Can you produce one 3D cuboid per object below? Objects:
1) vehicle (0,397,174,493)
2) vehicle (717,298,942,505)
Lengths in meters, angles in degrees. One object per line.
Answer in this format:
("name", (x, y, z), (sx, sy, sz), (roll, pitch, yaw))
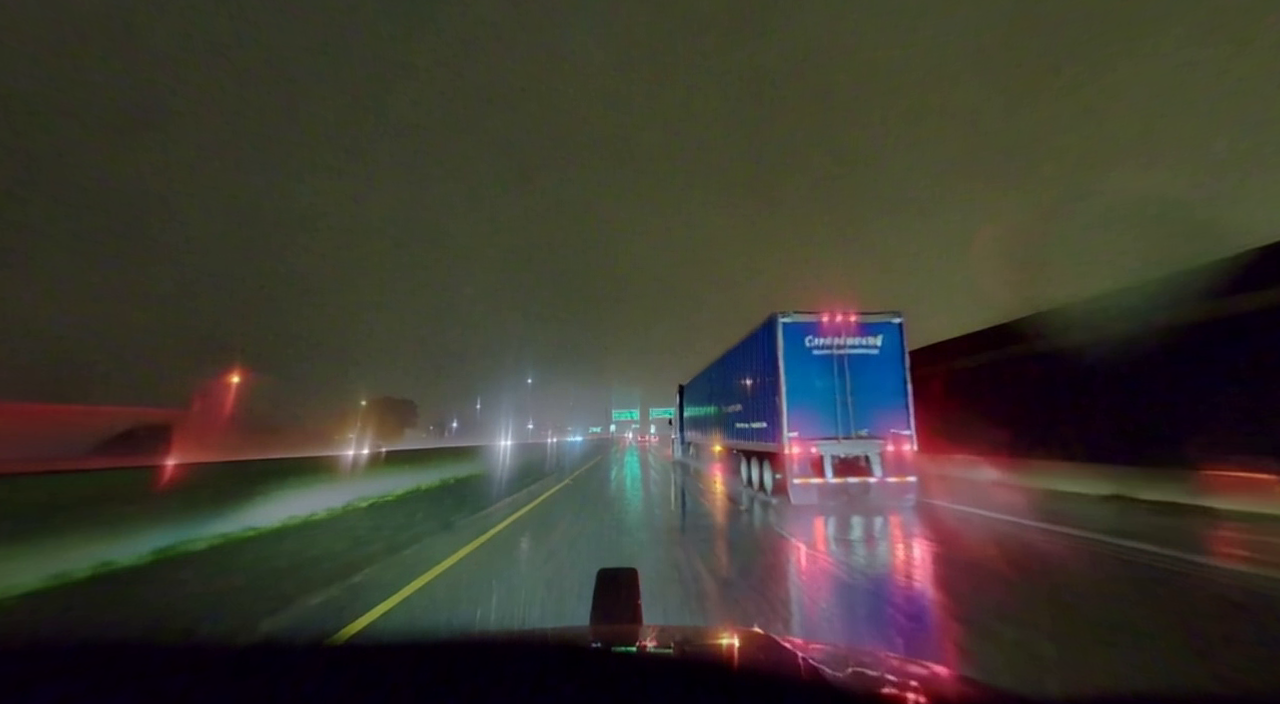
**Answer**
("vehicle", (-29.203, 4.291, 29.165), (2.918, 4.122, 14.289), (-1, -8, 6))
("vehicle", (4.027, 1.444, 15.971), (2.888, 3.866, 8.380), (0, -8, -1))
